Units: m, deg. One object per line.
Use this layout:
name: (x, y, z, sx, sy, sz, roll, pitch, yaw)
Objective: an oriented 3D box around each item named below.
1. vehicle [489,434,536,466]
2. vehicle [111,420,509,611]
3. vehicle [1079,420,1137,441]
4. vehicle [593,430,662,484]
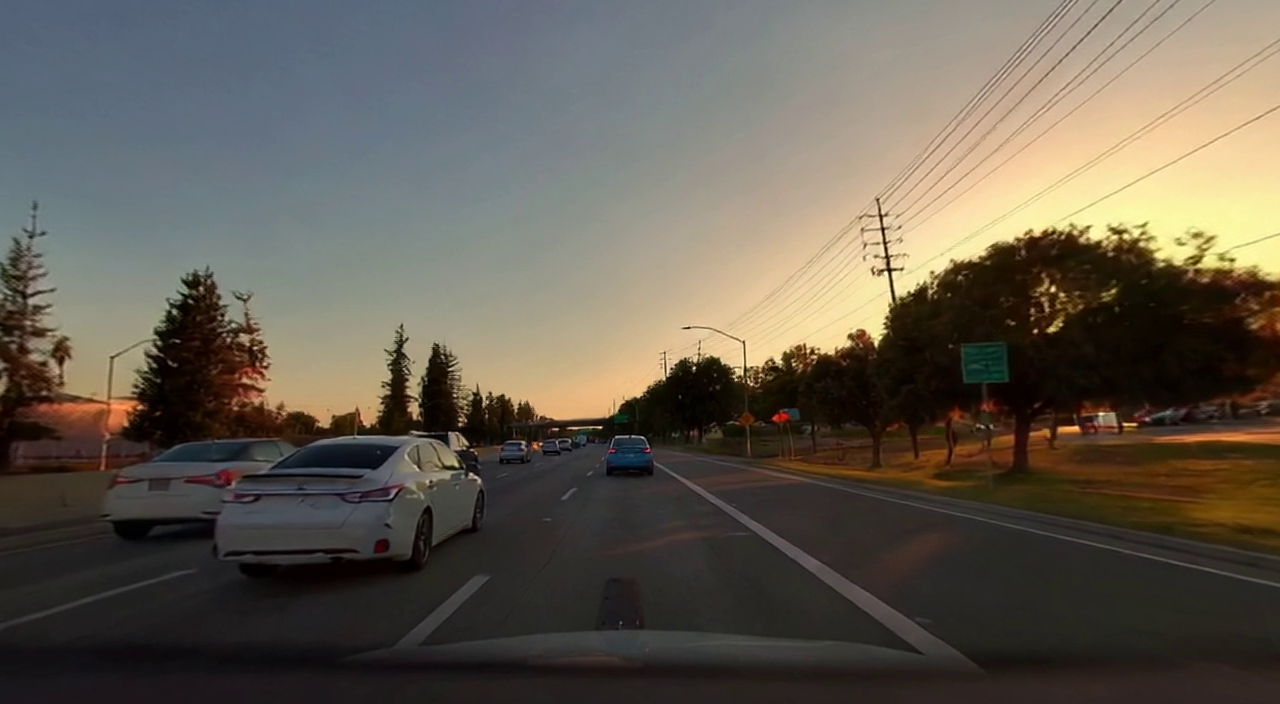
vehicle: (-7.447, 5.772, 37.337, 1.914, 1.756, 4.179, 0, -8, 0)
vehicle: (-3.135, 1.647, 7.448, 2.174, 1.510, 4.636, 0, -8, 0)
vehicle: (34.065, 5.778, 46.108, 1.795, 1.467, 3.675, -2, -8, 9)
vehicle: (-0.440, 3.582, 21.805, 2.140, 1.653, 4.108, 0, -8, -1)
